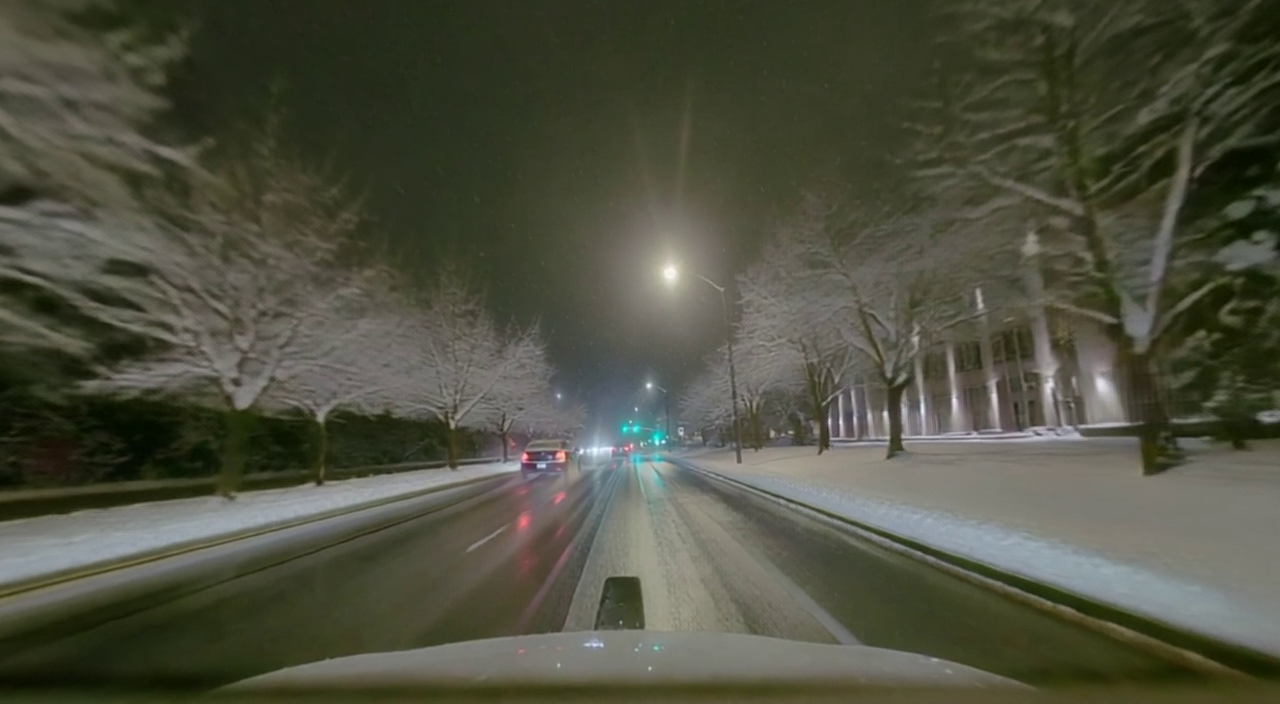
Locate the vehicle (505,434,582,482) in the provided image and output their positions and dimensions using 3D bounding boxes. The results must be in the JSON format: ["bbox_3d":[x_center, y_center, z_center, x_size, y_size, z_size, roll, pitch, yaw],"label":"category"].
[{"bbox_3d":[-3.655,4.096,24.797,2.202,1.685,4.772,0,-8,1],"label":"vehicle"}]
